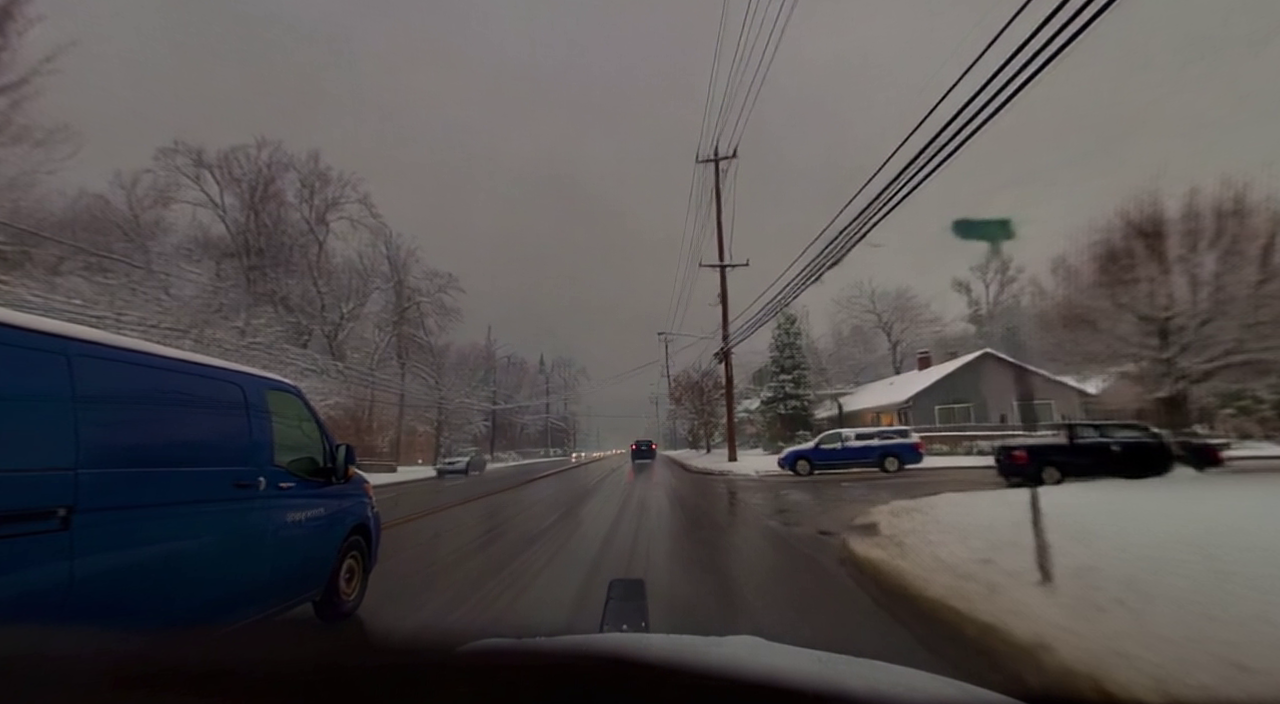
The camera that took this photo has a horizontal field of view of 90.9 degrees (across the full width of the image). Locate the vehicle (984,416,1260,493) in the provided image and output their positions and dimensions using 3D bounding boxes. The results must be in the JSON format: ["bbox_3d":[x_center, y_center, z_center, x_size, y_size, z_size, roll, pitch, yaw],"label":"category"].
[{"bbox_3d":[10.103,2.187,13.518,4.295,1.505,1.918,0,-9,1],"label":"vehicle"}]

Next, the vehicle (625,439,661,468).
[{"bbox_3d":[0.208,6.327,39.385,2.120,1.718,3.909,0,-9,1],"label":"vehicle"}]

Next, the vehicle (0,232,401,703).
[{"bbox_3d":[-3.443,0.752,2.851,2.336,2.152,5.866,0,-9,1],"label":"vehicle"}]

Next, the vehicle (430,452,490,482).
[{"bbox_3d":[-9.531,6.115,33.702,1.844,1.454,4.288,0,-9,1],"label":"vehicle"}]

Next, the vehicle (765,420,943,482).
[{"bbox_3d":[6.754,3.189,20.407,5.012,1.711,2.457,-5,-8,15],"label":"vehicle"}]
